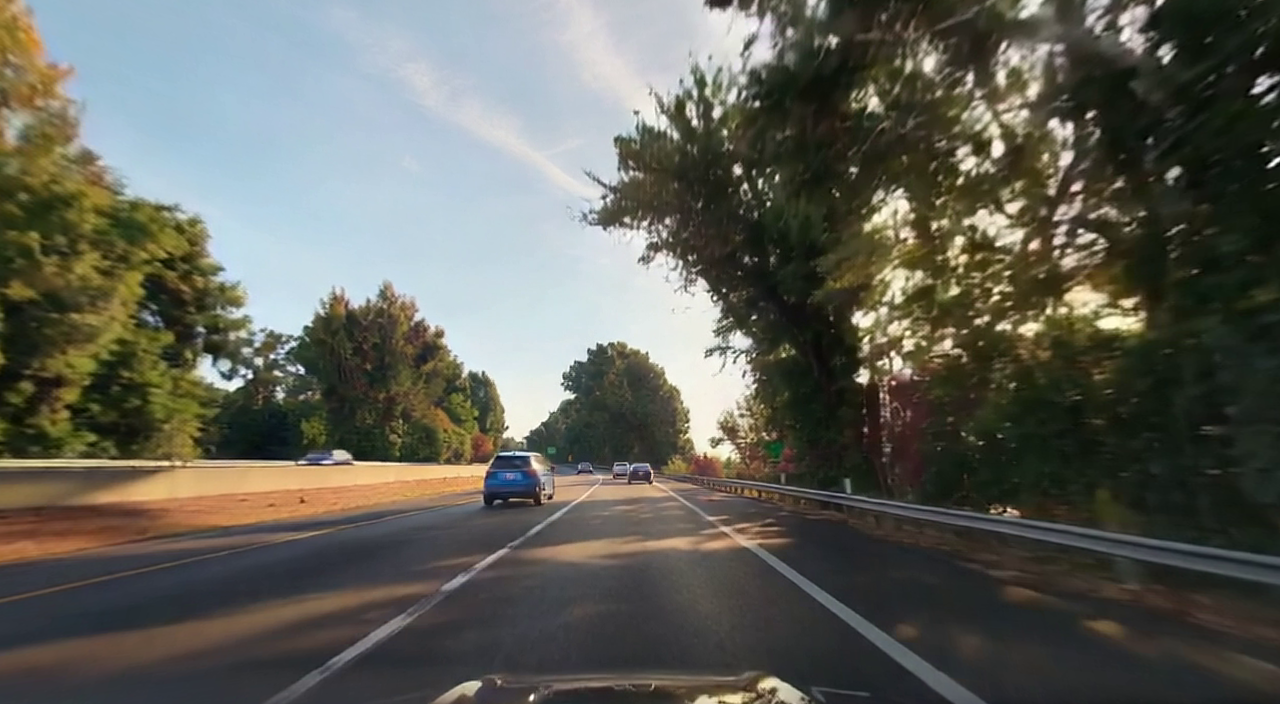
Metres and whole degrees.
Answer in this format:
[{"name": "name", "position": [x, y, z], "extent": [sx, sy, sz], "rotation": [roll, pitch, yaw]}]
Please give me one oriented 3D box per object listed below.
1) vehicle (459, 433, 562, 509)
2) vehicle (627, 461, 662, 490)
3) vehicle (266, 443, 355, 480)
[{"name": "vehicle", "position": [-4.000, 3.835, 20.394], "extent": [2.237, 2.113, 4.815], "rotation": [1, -10, 0]}, {"name": "vehicle", "position": [0.216, 7.189, 36.707], "extent": [1.905, 1.559, 3.491], "rotation": [1, -10, -2]}, {"name": "vehicle", "position": [-16.916, 5.712, 32.669], "extent": [1.994, 1.716, 4.821], "rotation": [1, -10, 0]}]
